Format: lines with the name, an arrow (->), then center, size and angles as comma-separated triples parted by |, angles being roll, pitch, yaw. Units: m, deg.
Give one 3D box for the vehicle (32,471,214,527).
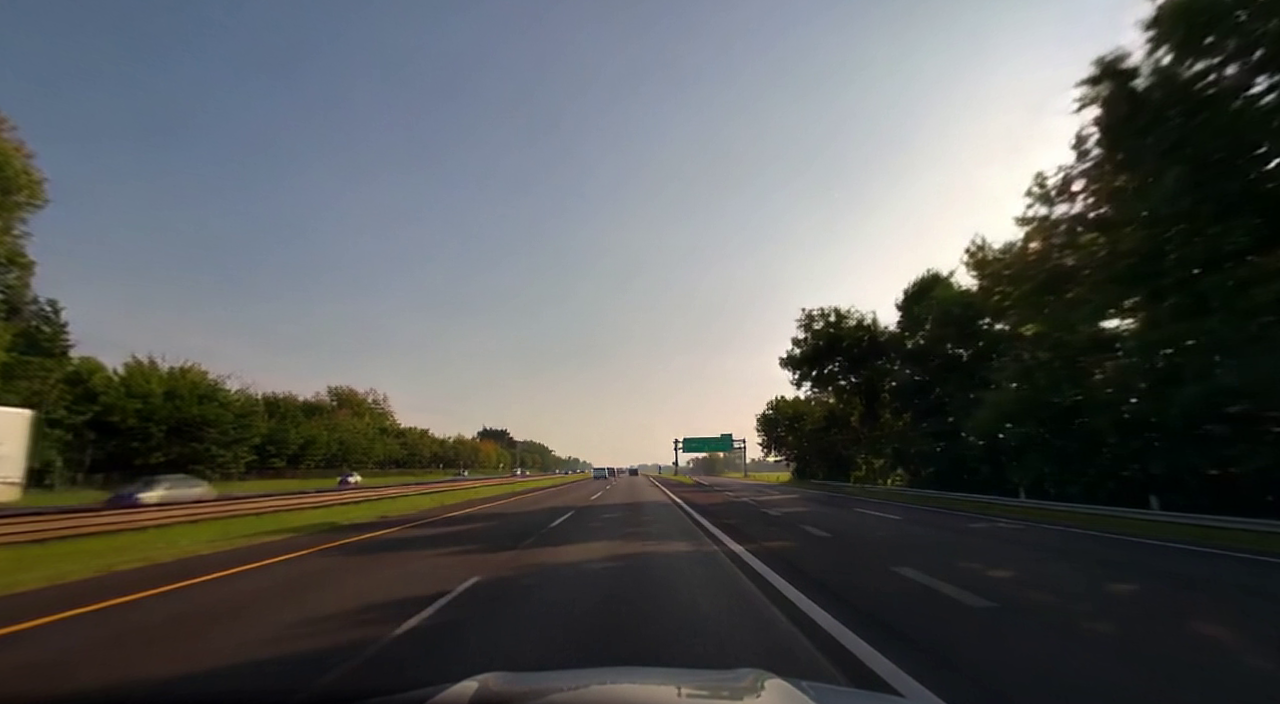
vehicle -> -16.179, 4.594, 20.139 | 1.874, 1.496, 4.616 | 1, -11, 0
